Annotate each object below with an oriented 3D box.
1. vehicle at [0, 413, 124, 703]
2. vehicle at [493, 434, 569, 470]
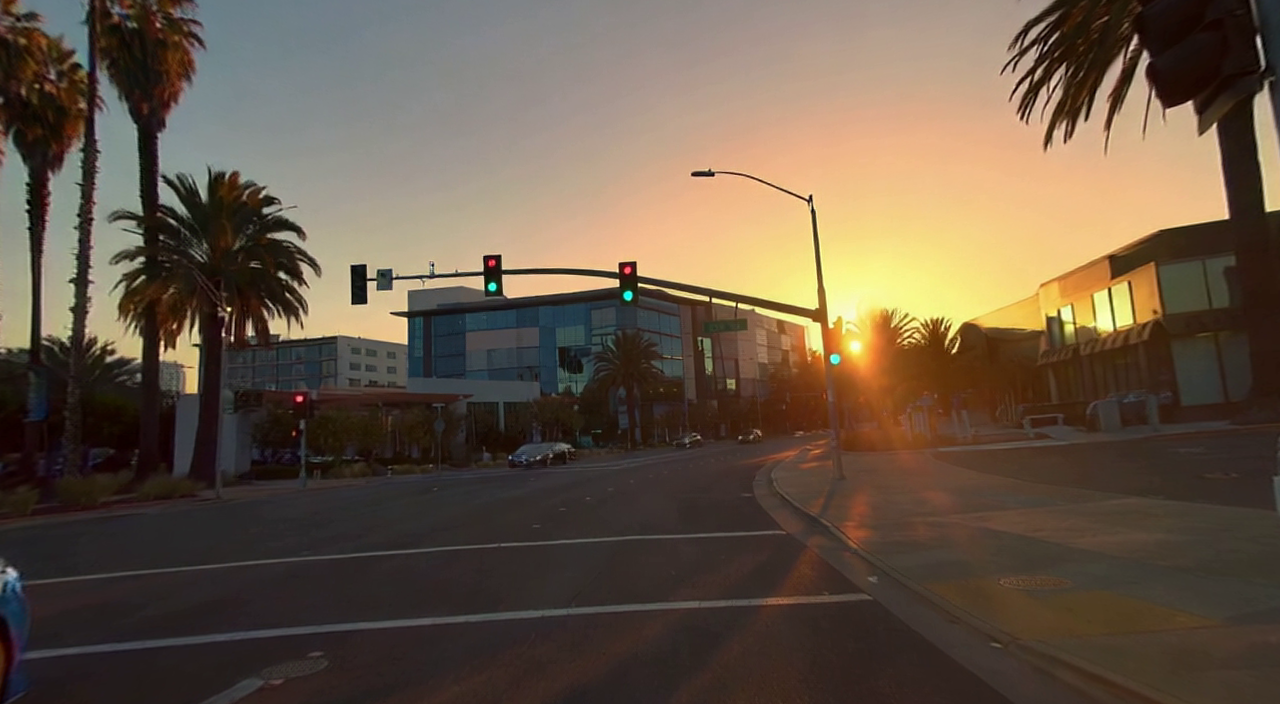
[{"bbox_3d":[-3.334,0.709,0.506,2.071,1.482,4.446,0,-9,0],"label":"vehicle"},{"bbox_3d":[-5.682,5.301,33.636,2.181,1.792,4.648,-3,-9,16],"label":"vehicle"}]
